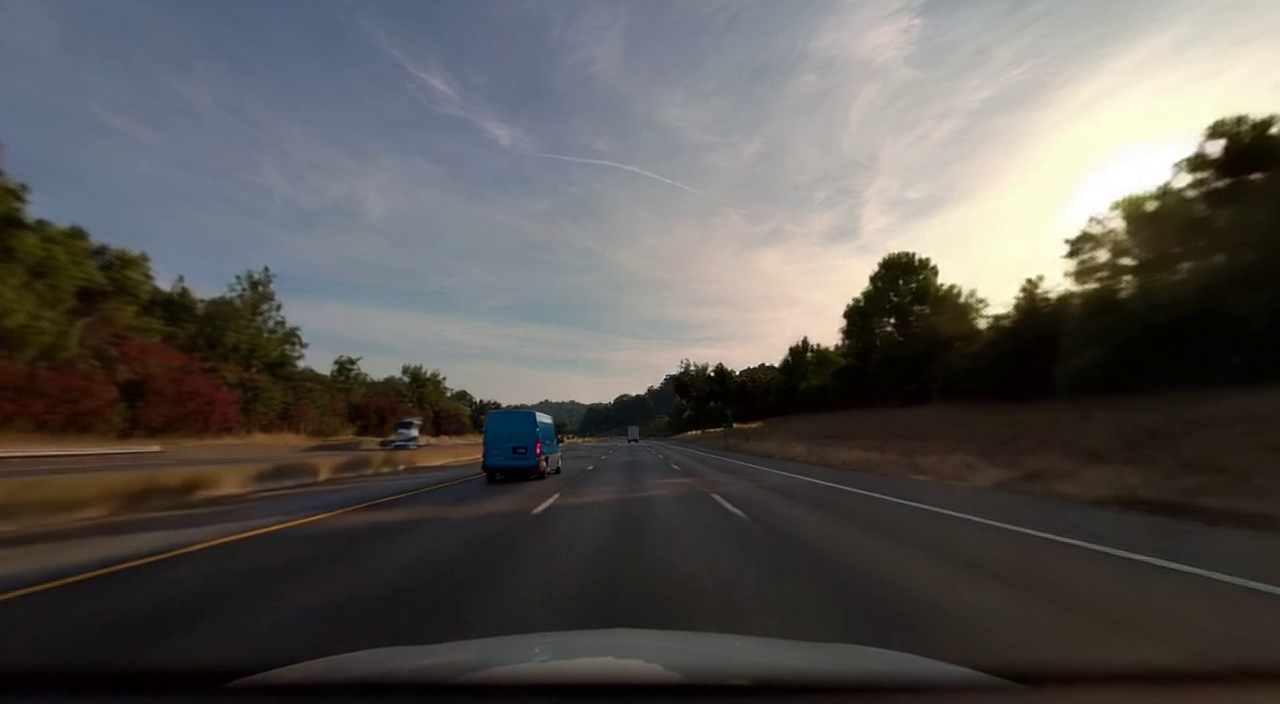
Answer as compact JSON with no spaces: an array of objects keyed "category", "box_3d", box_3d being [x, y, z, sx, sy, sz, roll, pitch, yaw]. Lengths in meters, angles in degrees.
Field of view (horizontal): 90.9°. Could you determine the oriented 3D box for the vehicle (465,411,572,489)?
[{"category":"vehicle","box_3d":[-3.423,2.873,18.851,2.297,2.011,4.736,0,-8,-1]}]
